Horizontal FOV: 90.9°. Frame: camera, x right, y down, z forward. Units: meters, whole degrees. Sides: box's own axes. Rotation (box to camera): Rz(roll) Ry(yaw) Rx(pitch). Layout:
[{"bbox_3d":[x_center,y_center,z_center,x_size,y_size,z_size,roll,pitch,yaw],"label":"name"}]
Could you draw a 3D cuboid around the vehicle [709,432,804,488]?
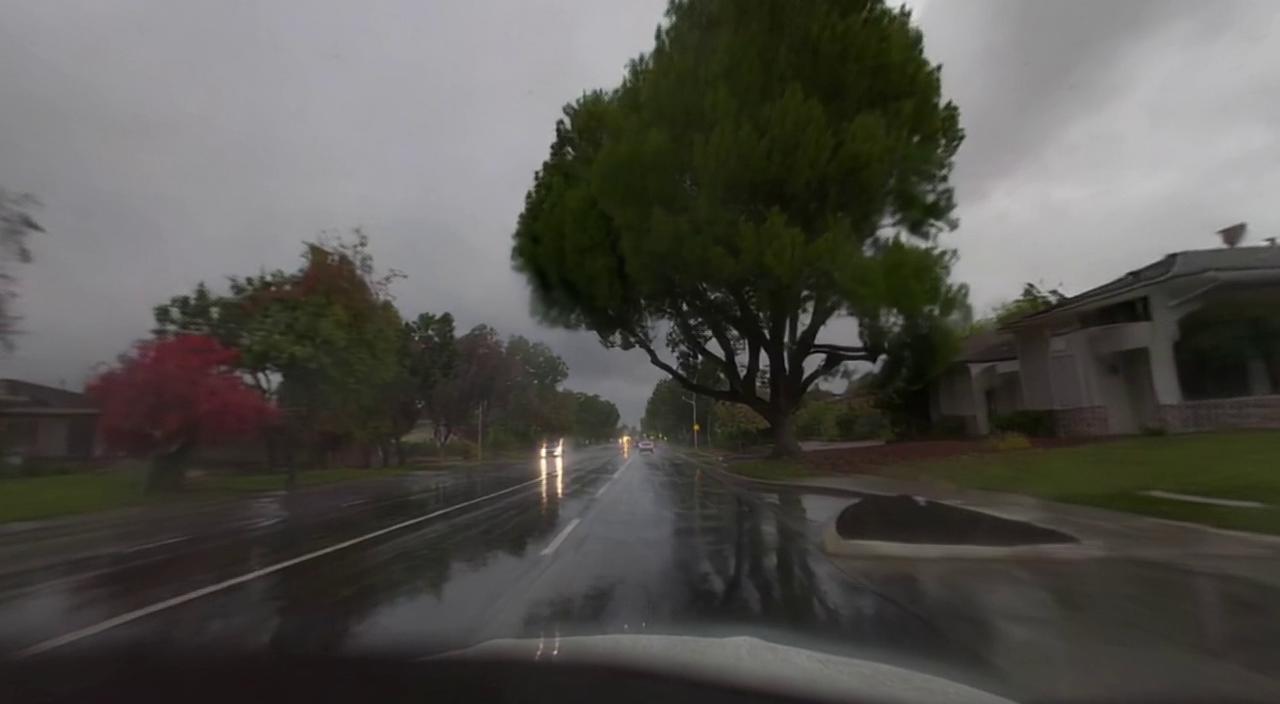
[{"bbox_3d":[3.423,3.274,19.523,2.011,1.507,4.769,0,-8,0],"label":"vehicle"}]
